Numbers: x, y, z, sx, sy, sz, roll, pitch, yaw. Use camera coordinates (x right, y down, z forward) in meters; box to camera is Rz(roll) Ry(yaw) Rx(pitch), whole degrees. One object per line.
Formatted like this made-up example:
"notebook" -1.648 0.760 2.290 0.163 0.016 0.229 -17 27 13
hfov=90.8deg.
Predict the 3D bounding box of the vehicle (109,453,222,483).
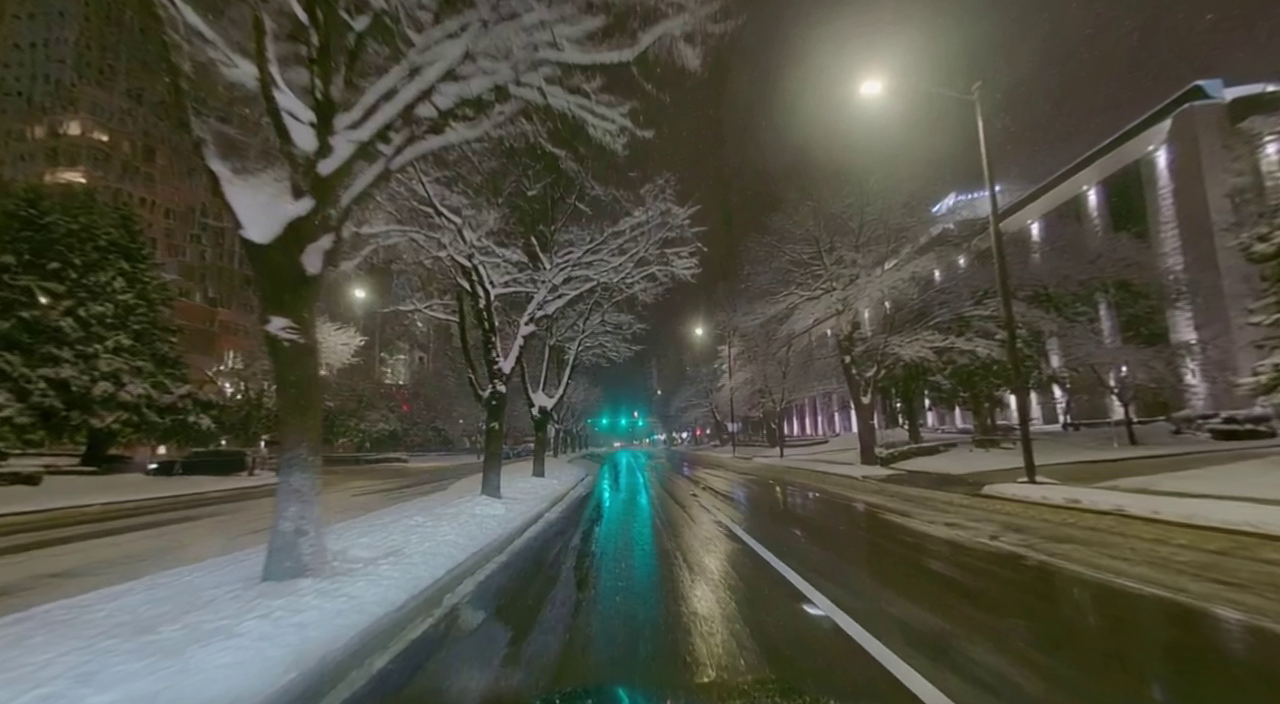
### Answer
"vehicle" -24.277 5.934 32.429 4.213 1.493 1.875 0 -8 -1
